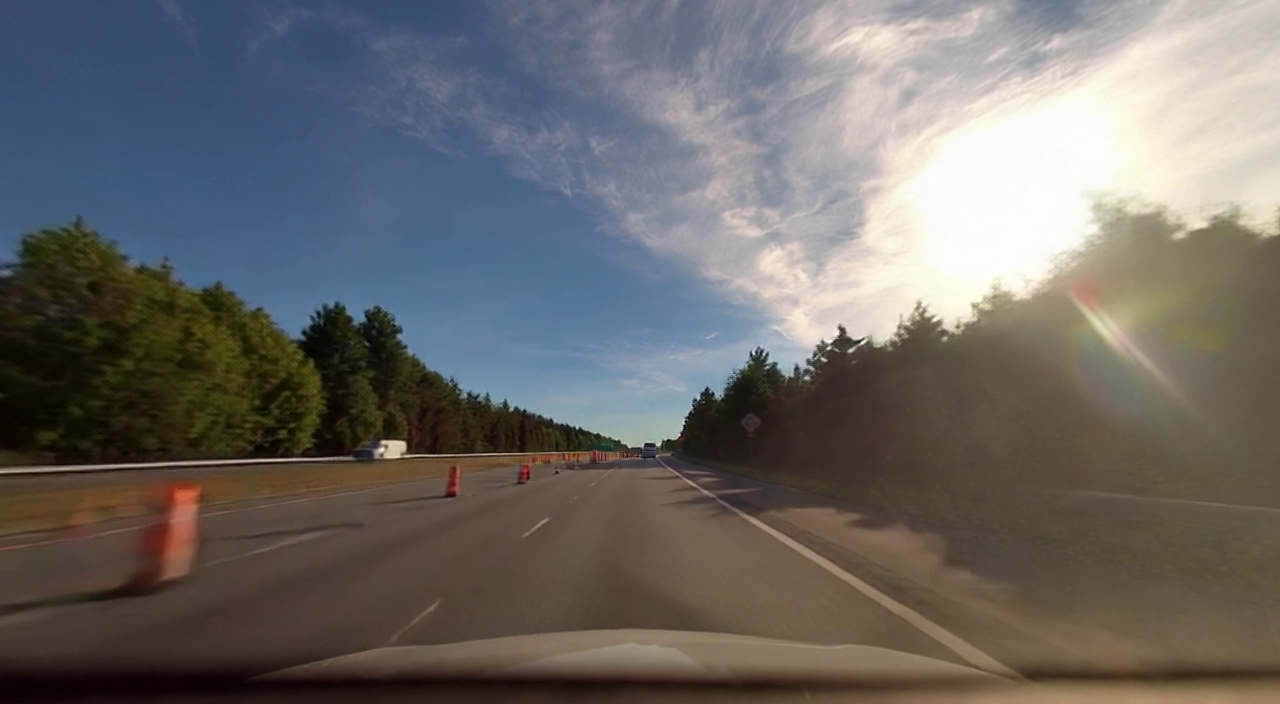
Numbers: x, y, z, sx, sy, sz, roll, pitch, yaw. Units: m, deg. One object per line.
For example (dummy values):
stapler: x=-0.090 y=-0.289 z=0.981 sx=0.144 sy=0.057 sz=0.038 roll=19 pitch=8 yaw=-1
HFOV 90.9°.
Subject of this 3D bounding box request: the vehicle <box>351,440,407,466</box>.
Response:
vehicle: x=-20.354 y=7.937 z=49.449 sx=2.098 sy=1.880 sz=5.117 roll=0 pitch=-9 yaw=1
